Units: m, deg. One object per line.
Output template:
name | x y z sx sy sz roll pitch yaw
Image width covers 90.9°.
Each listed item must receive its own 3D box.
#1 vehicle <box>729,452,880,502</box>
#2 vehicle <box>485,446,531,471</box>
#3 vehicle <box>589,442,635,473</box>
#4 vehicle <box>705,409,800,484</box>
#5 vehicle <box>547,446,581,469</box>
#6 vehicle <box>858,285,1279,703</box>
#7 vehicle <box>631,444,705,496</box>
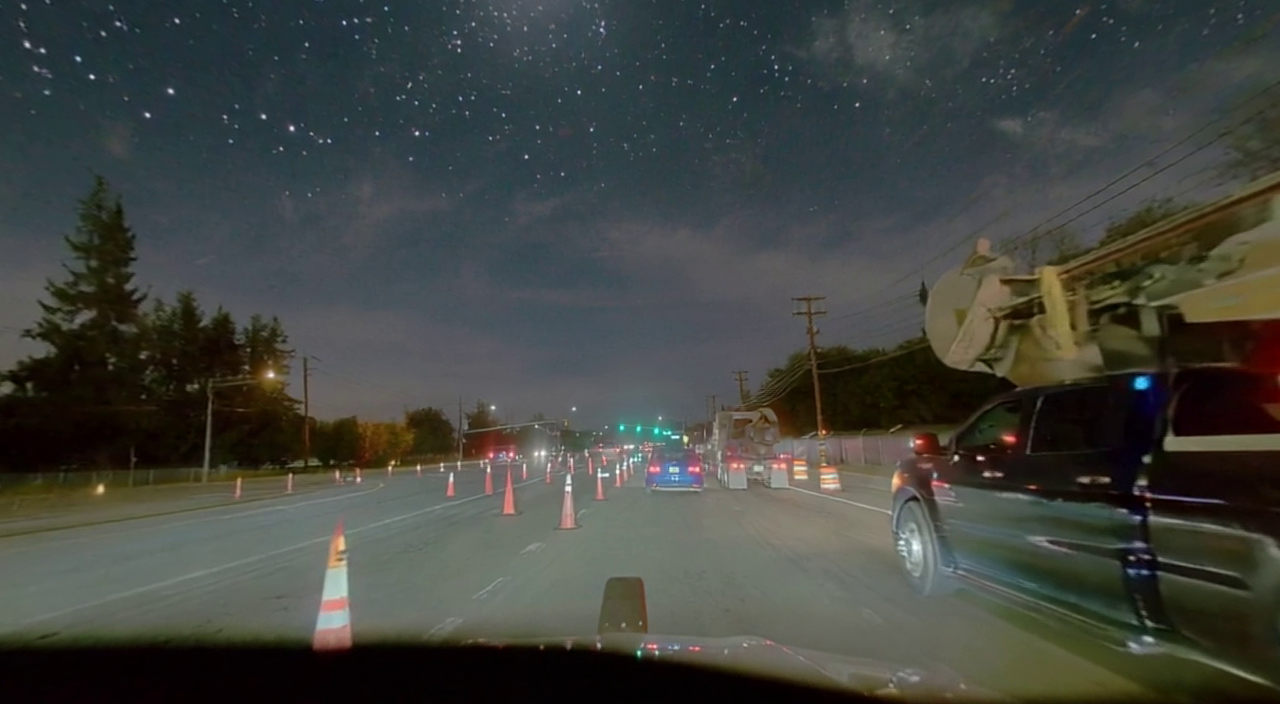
vehicle | 4.930 3.949 20.648 2.554 1.217 7.611 1 -8 -3
vehicle | -8.511 6.933 41.207 2.018 1.490 4.926 0 -8 -1
vehicle | -1.604 6.259 37.657 1.989 1.729 4.184 -1 -9 8
vehicle | 4.686 4.139 27.723 2.953 2.907 6.339 0 -8 0
vehicle | -5.491 7.637 45.939 1.999 1.538 4.325 0 -8 0
vehicle | 3.790 0.976 3.980 2.555 2.017 6.201 0 -9 0
vehicle | 0.798 3.703 20.248 2.128 1.473 4.272 0 -8 0
